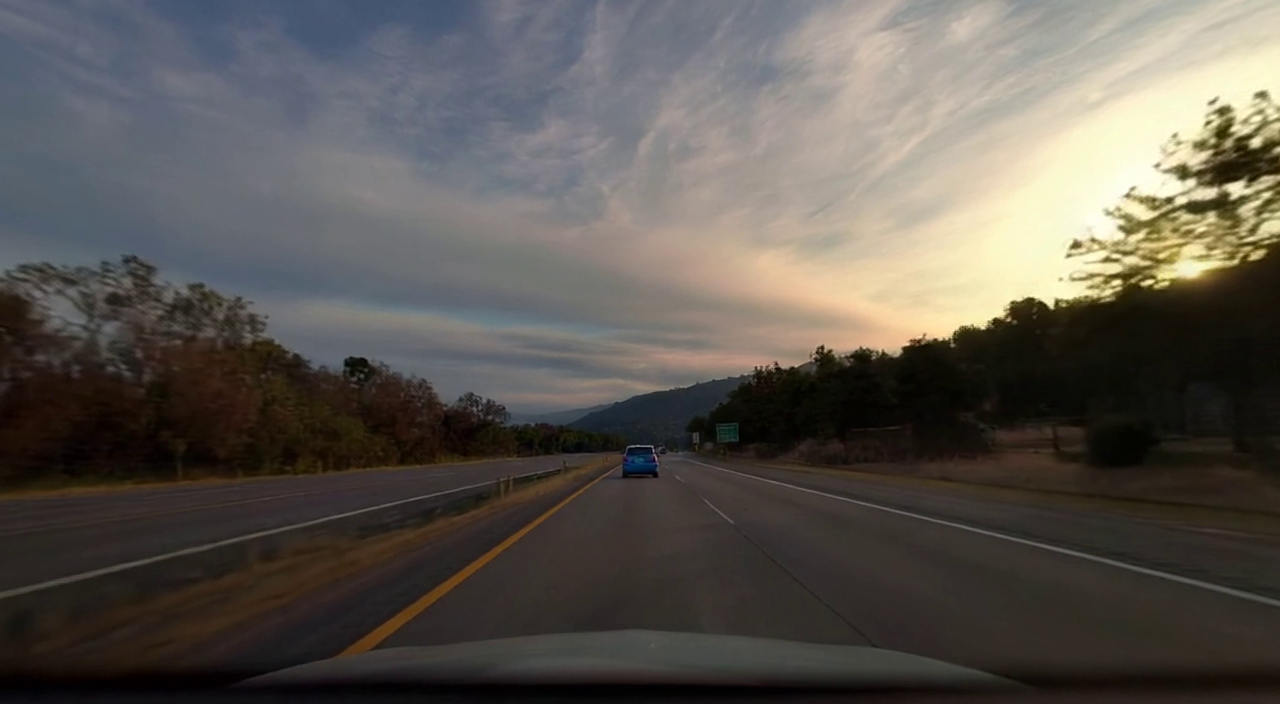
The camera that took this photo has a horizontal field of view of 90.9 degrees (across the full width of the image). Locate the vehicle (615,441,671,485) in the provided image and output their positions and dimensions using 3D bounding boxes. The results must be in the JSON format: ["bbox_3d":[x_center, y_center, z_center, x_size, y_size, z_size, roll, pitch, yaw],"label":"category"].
[{"bbox_3d":[0.147,4.680,26.825,2.190,1.706,4.062,0,-9,1],"label":"vehicle"}]
